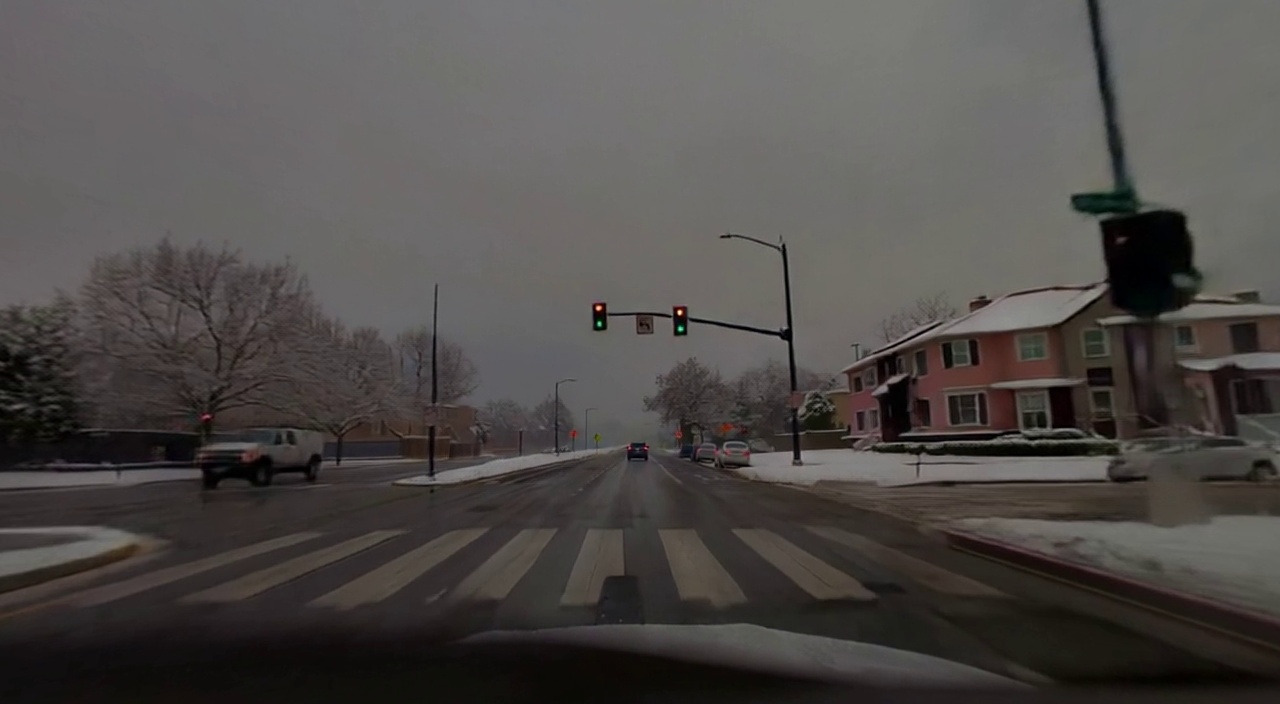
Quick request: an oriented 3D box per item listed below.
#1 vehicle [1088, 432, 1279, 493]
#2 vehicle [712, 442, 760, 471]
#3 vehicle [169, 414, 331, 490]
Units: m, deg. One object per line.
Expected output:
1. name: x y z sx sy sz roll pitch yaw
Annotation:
1. vehicle: 16.895 3.373 19.558 4.561 1.723 2.030 0 -8 -5
2. vehicle: 5.611 6.133 37.454 2.066 1.552 4.799 0 -8 -1
3. vehicle: -16.629 4.335 27.666 2.620 2.901 6.931 0 -8 0
